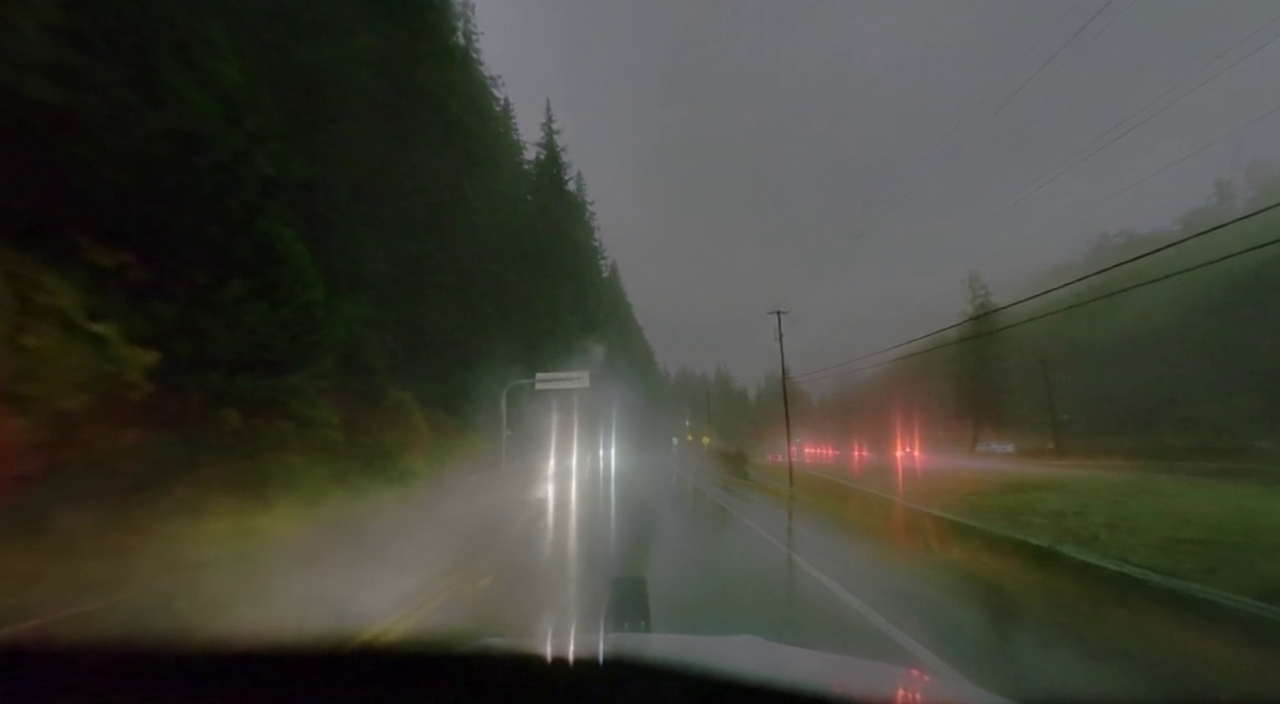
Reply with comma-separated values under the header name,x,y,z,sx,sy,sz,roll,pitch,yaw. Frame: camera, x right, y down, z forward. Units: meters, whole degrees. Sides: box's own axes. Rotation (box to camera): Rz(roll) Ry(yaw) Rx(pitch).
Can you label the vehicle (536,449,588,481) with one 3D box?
name,x,y,z,sx,sy,sz,roll,pitch,yaw
vehicle,-3.766,5.564,31.199,2.002,1.420,3.948,-1,-8,1
